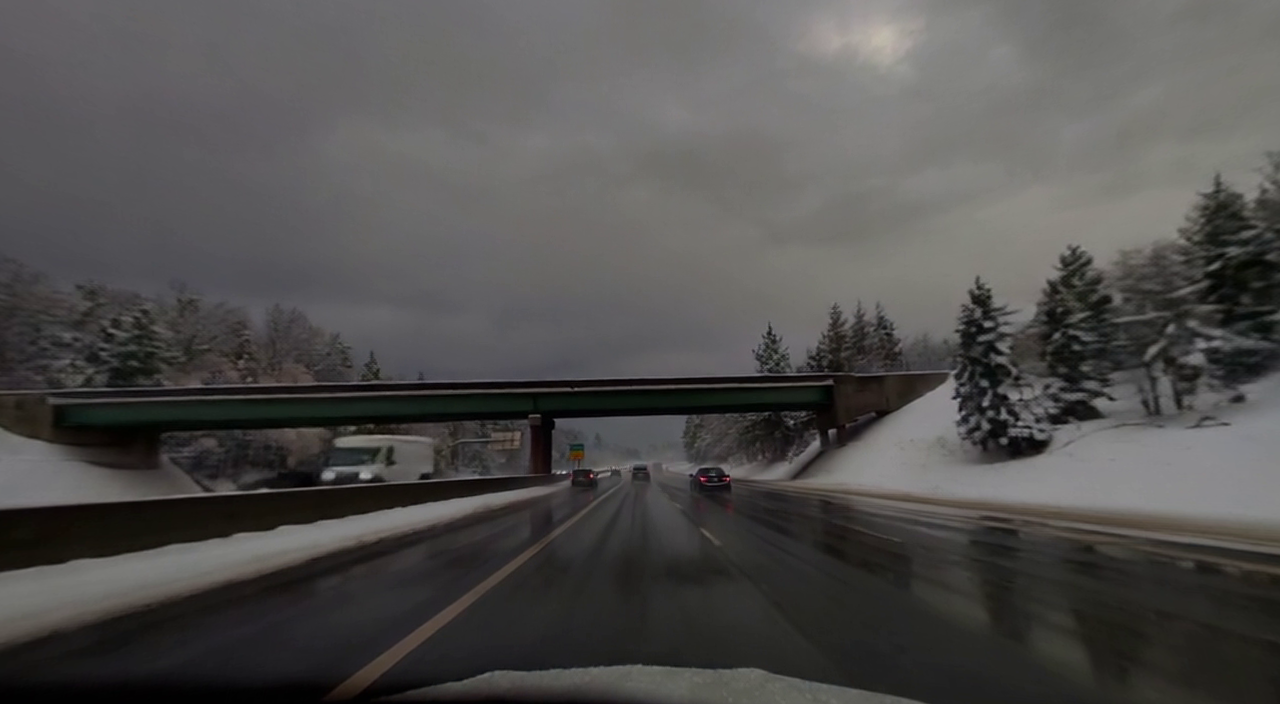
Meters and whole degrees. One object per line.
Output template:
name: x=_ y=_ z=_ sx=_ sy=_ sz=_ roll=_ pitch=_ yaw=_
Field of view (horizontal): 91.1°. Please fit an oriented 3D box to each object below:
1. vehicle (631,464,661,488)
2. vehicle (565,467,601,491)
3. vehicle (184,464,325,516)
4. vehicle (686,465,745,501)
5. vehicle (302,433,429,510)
vehicle: x=0.445 y=9.362 z=47.476 sx=2.181 sy=1.698 sz=4.056 roll=0 pitch=-10 yaw=0
vehicle: x=-3.698 y=8.342 z=41.485 sx=1.975 sy=1.486 sz=3.903 roll=0 pitch=-10 yaw=0
vehicle: x=-13.377 y=4.808 z=22.211 sx=2.033 sy=1.615 sz=4.542 roll=0 pitch=-10 yaw=0
vehicle: x=3.402 y=6.063 z=29.245 sx=2.092 sy=1.518 sz=4.348 roll=1 pitch=-10 yaw=-2
vehicle: x=-10.091 y=4.486 z=23.727 sx=2.253 sy=2.507 sz=5.478 roll=0 pitch=-11 yaw=0
